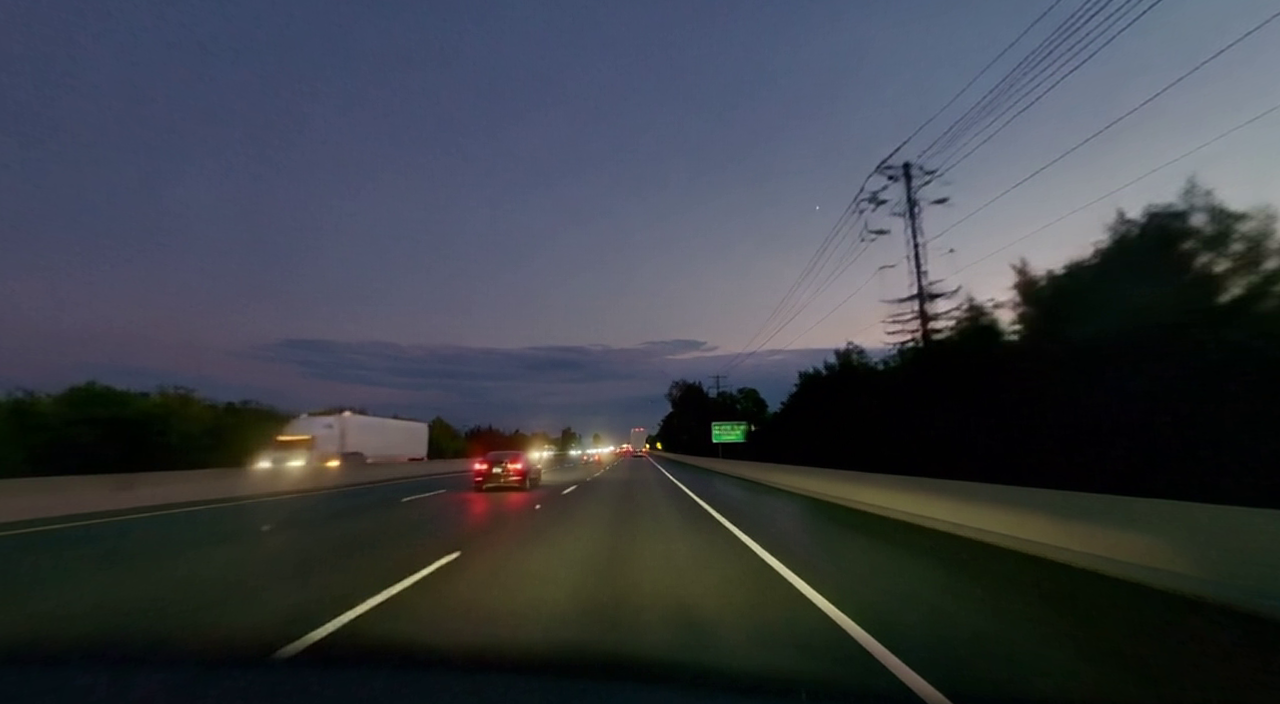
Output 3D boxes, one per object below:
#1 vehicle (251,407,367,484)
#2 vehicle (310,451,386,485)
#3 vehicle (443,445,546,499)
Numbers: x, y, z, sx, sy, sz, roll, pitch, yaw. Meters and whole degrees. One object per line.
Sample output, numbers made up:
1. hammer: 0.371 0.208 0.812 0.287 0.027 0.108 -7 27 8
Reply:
1. vehicle: -18.196 5.229 35.266 2.947 3.887 6.339 0 -9 0
2. vehicle: -13.299 5.283 28.960 1.729 1.449 3.652 0 -9 0
3. vehicle: -4.313 3.641 19.493 2.106 1.445 4.404 0 -9 0
